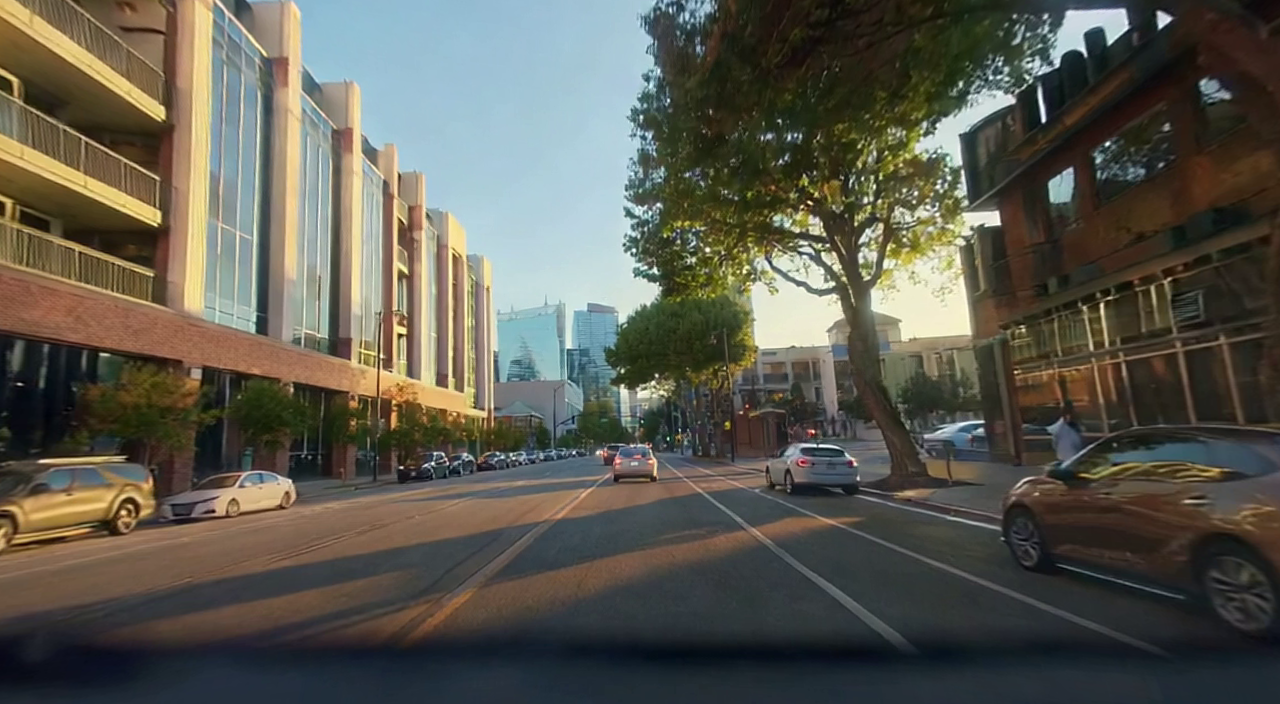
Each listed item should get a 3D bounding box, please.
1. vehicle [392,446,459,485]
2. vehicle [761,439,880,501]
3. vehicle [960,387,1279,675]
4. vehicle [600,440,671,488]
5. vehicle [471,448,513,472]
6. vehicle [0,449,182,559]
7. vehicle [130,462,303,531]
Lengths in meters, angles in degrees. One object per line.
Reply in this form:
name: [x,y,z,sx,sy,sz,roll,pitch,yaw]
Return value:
vehicle: [-11.777,6.220,35.047,2.114,1.938,4.590,-1,-8,0]
vehicle: [5.030,3.337,18.329,2.075,1.584,4.201,0,-8,-2]
vehicle: [4.956,1.336,5.522,2.071,1.730,4.298,0,-8,1]
vehicle: [-0.135,3.850,22.063,2.269,1.479,3.980,0,-8,0]
vehicle: [-11.575,8.464,49.675,2.077,1.732,4.704,0,-8,1]
vehicle: [-11.818,2.924,12.299,2.223,1.807,5.061,-6,-8,-3]
vehicle: [-11.527,3.917,17.682,1.917,1.408,4.454,-4,-8,-2]
